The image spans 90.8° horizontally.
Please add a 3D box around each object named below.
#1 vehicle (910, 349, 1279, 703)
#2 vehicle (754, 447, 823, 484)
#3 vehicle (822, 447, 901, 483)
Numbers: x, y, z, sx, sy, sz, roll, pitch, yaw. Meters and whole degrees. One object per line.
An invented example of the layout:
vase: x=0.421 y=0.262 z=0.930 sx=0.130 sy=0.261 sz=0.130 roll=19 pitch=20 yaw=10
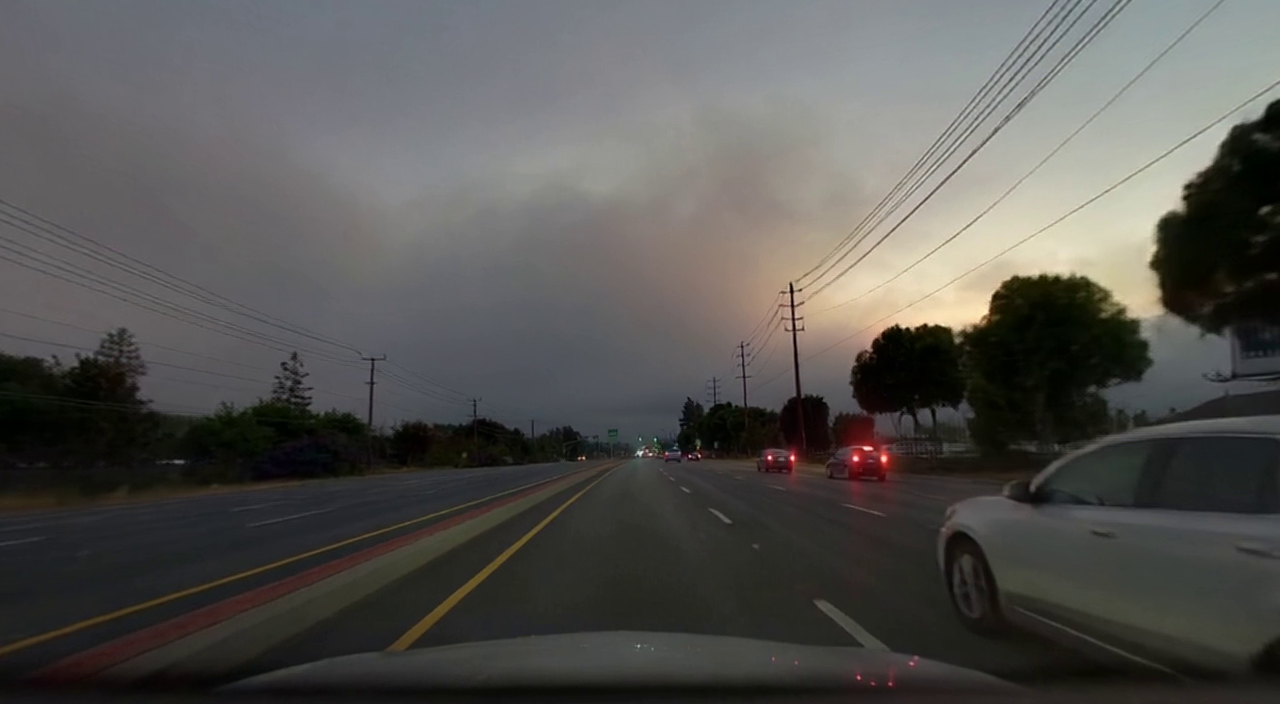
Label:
vehicle: x=3.259 y=0.958 z=3.046 sx=2.078 sy=1.668 sz=4.078 roll=0 pitch=-8 yaw=0
vehicle: x=6.358 y=4.884 z=27.530 sx=1.882 sy=1.476 sz=4.344 roll=0 pitch=-8 yaw=-1
vehicle: x=9.935 y=5.055 z=28.733 sx=1.874 sy=1.482 sz=4.545 roll=0 pitch=-8 yaw=-1
